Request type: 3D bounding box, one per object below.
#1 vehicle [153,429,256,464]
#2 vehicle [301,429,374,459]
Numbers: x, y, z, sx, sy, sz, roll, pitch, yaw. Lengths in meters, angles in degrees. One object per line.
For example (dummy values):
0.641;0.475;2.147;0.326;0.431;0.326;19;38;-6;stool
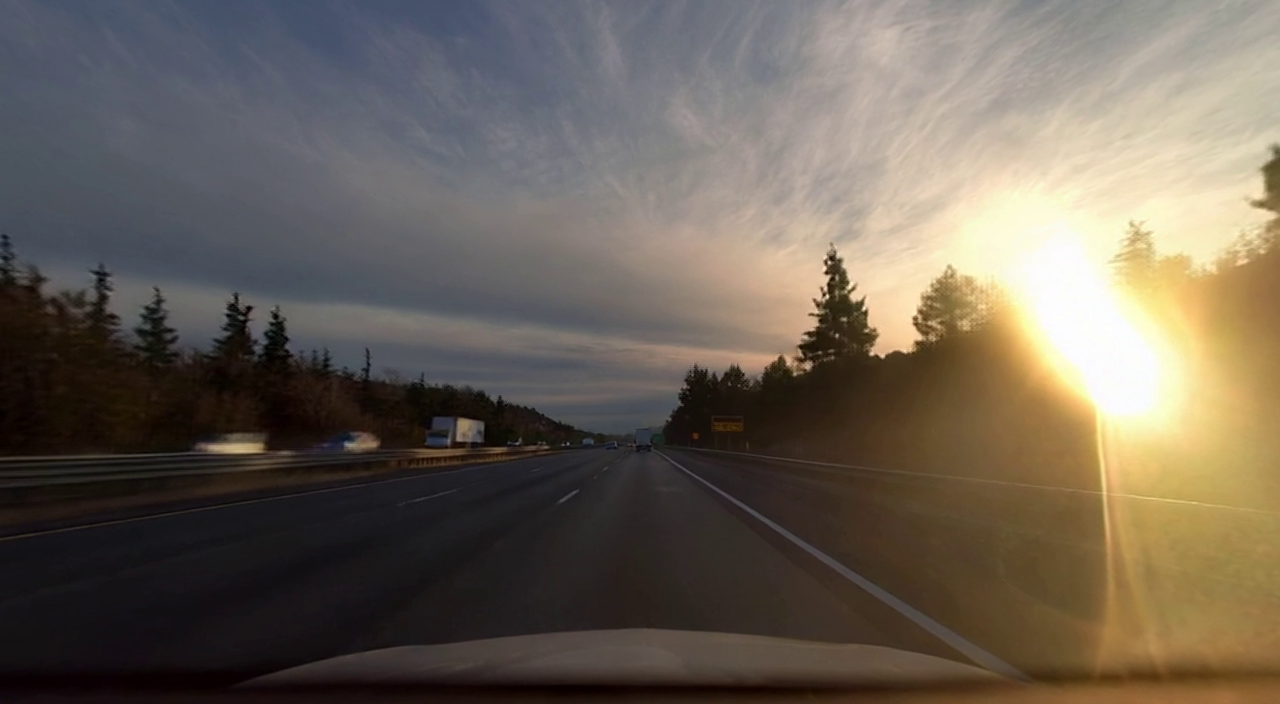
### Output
-20.128;4.380;29.285;1.830;1.506;4.089;0;-8;0;vehicle
-16.430;5.010;34.417;1.882;1.524;4.193;0;-8;1;vehicle
